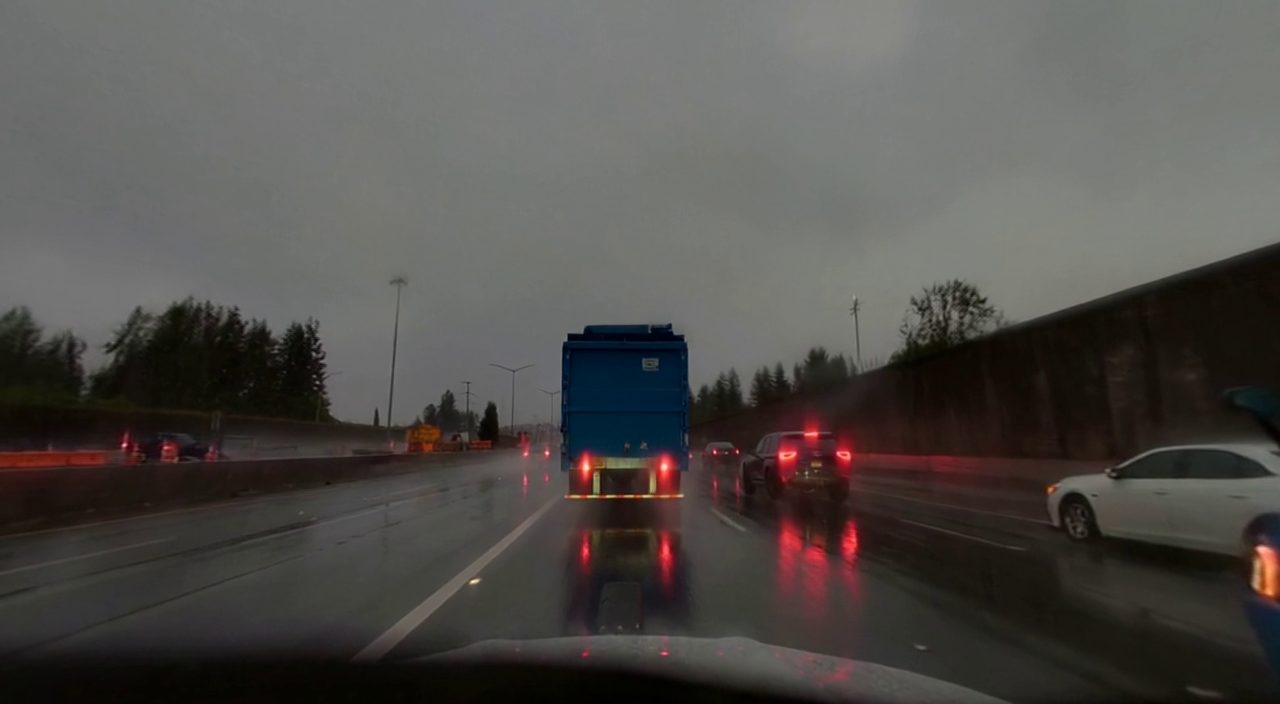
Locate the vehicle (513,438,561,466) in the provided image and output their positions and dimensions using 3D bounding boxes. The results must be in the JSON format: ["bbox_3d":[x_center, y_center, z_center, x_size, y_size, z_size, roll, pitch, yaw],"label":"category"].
[{"bbox_3d":[-5.971,5.862,37.048,2.014,1.477,4.595,0,-9,0],"label":"vehicle"}]

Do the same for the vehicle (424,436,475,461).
[{"bbox_3d":[-14.271,7.255,47.581,2.054,1.708,4.663,2,-8,4],"label":"vehicle"}]

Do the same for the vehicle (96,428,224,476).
[{"bbox_3d":[-21.587,4.465,28.367,4.632,1.852,2.033,0,-8,16],"label":"vehicle"}]

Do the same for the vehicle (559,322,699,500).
[{"bbox_3d":[-0.437,2.045,19.127,3.067,3.940,10.154,1,-9,-2],"label":"vehicle"}]

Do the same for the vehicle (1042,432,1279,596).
[{"bbox_3d":[7.406,1.747,7.059,2.070,1.632,4.774,2,-9,-11],"label":"vehicle"}]

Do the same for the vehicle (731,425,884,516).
[{"bbox_3d":[3.504,2.574,14.142,2.103,1.713,4.173,1,-9,-3],"label":"vehicle"}]
